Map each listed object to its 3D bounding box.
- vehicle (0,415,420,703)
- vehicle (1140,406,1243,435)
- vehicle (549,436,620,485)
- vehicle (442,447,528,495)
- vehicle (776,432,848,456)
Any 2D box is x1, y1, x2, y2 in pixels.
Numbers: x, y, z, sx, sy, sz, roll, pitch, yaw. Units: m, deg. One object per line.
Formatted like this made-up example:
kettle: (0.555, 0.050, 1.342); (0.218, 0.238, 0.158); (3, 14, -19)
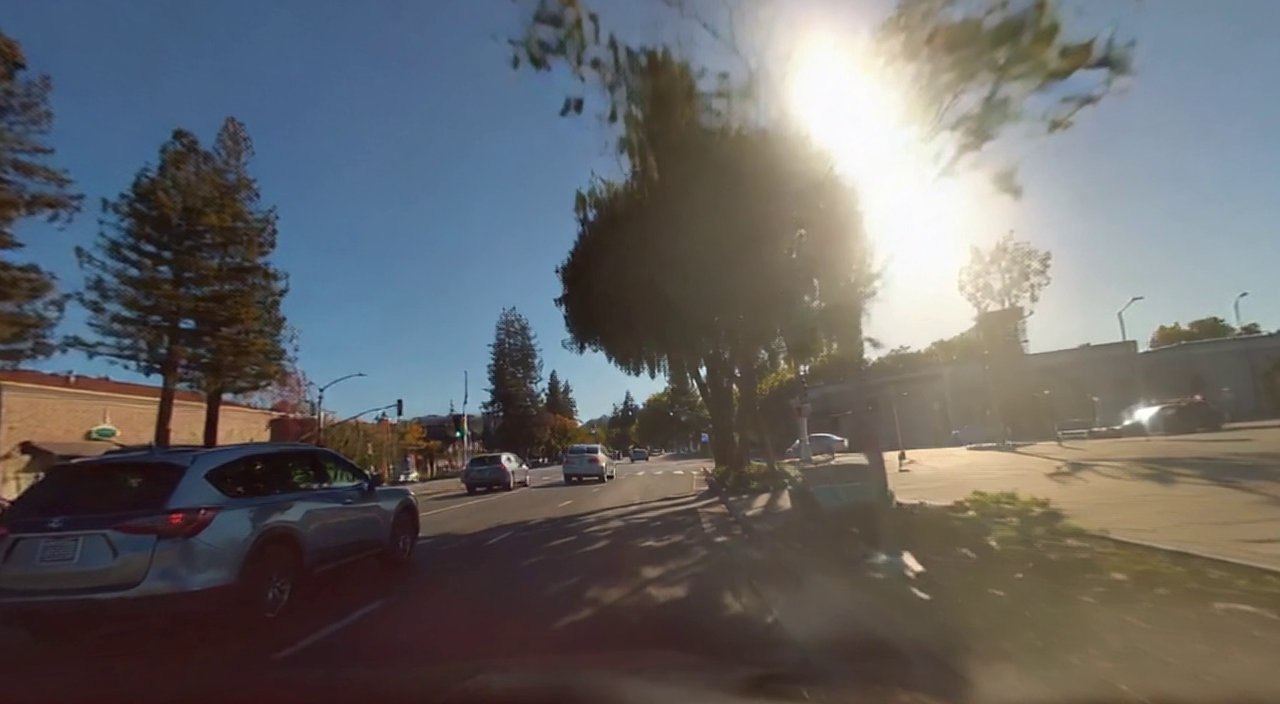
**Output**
vehicle: (-3.808, 1.528, 5.735); (2.002, 1.664, 4.113); (-2, -8, 3)
vehicle: (36.352, 4.602, 41.831); (4.852, 1.680, 1.997); (-6, -11, 36)
vehicle: (-2.277, 4.641, 27.074); (2.167, 1.832, 4.679); (-2, -10, 6)
vehicle: (-6.452, 4.976, 26.871); (2.160, 1.779, 4.549); (-3, -9, 5)
vehicle: (13.242, 7.162, 48.836); (4.916, 1.746, 2.077); (-7, -11, 36)
